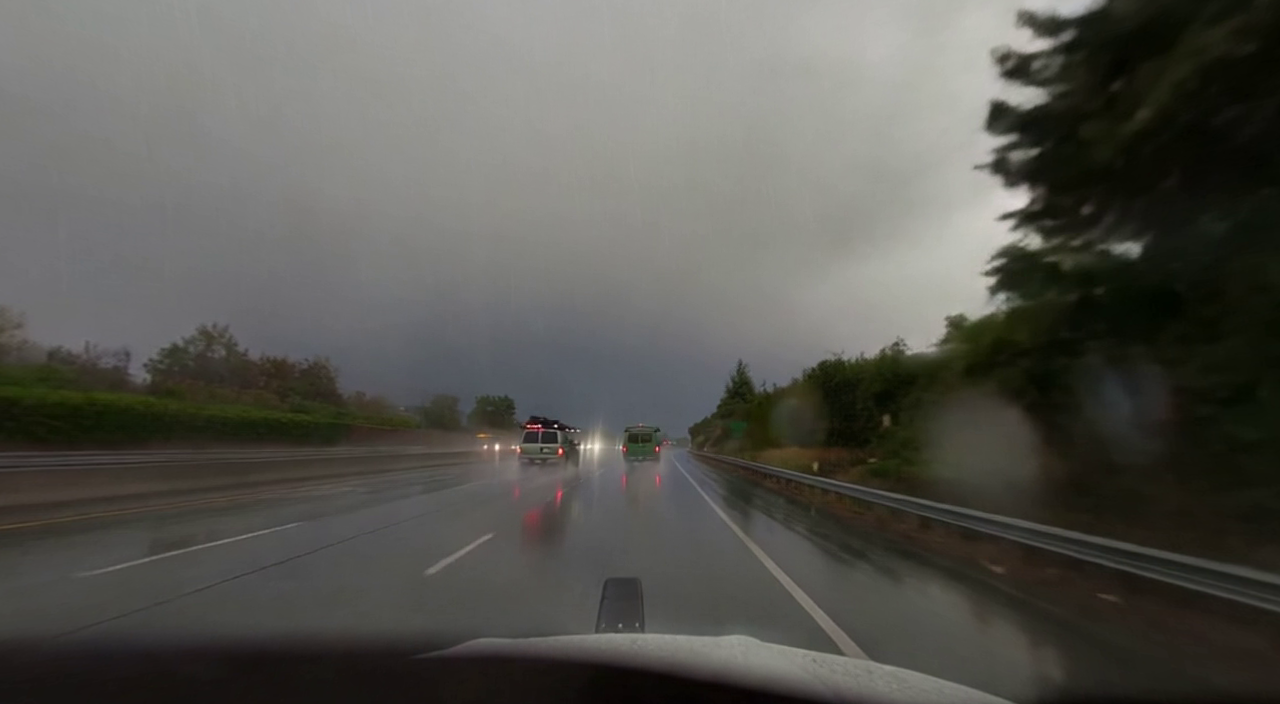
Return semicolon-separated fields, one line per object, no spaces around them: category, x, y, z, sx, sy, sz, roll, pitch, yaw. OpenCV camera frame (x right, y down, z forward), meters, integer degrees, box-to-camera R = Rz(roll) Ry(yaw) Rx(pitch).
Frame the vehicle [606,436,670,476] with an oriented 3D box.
vehicle;-0.001;4.775;29.307;2.715;1.669;5.163;0;-8;2

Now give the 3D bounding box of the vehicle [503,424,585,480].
vehicle;-3.598;3.880;24.606;2.250;1.947;4.860;0;-8;2
